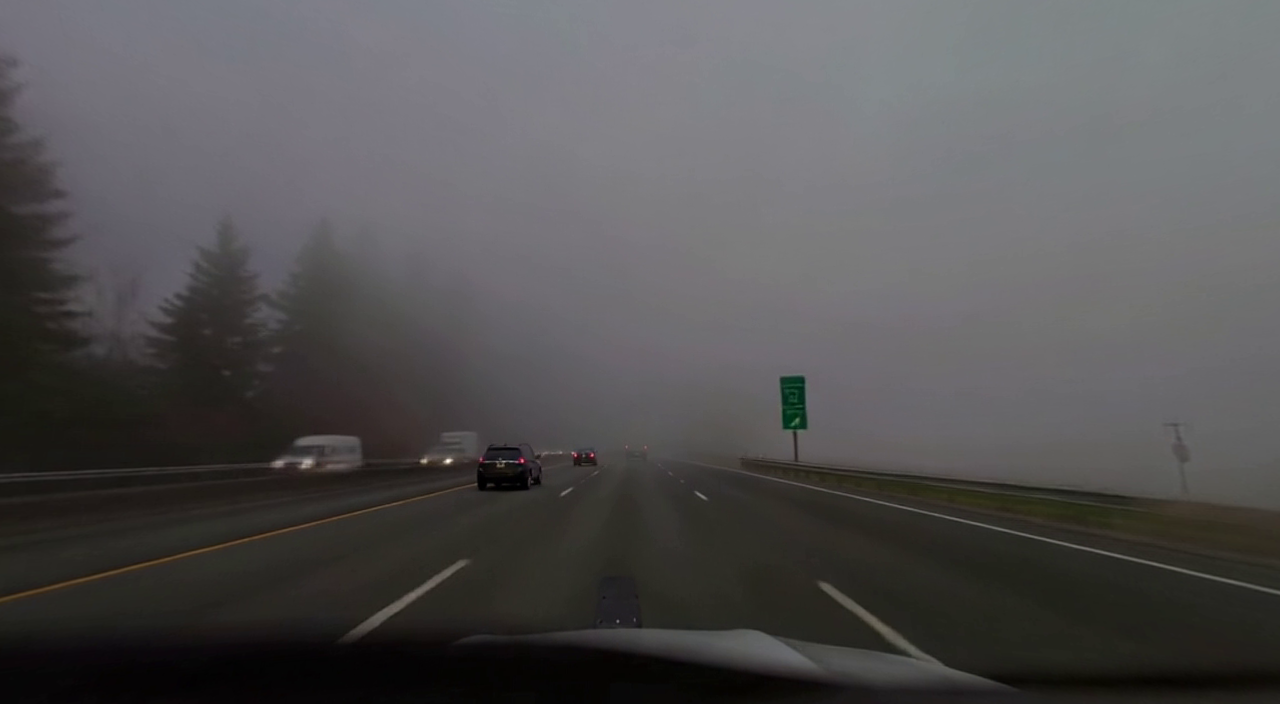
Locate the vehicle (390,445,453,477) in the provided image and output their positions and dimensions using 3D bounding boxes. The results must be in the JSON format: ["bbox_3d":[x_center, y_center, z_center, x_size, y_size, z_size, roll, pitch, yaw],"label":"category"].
[{"bbox_3d":[-13.060,6.512,37.772,2.170,1.748,4.308,-1,-9,0],"label":"vehicle"}]

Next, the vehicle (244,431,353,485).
[{"bbox_3d":[-17.075,5.328,31.784,2.330,2.418,5.463,-1,-9,1],"label":"vehicle"}]

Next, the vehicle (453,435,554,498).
[{"bbox_3d":[-4.032,3.477,19.337,2.151,1.693,4.201,-1,-9,0],"label":"vehicle"}]
